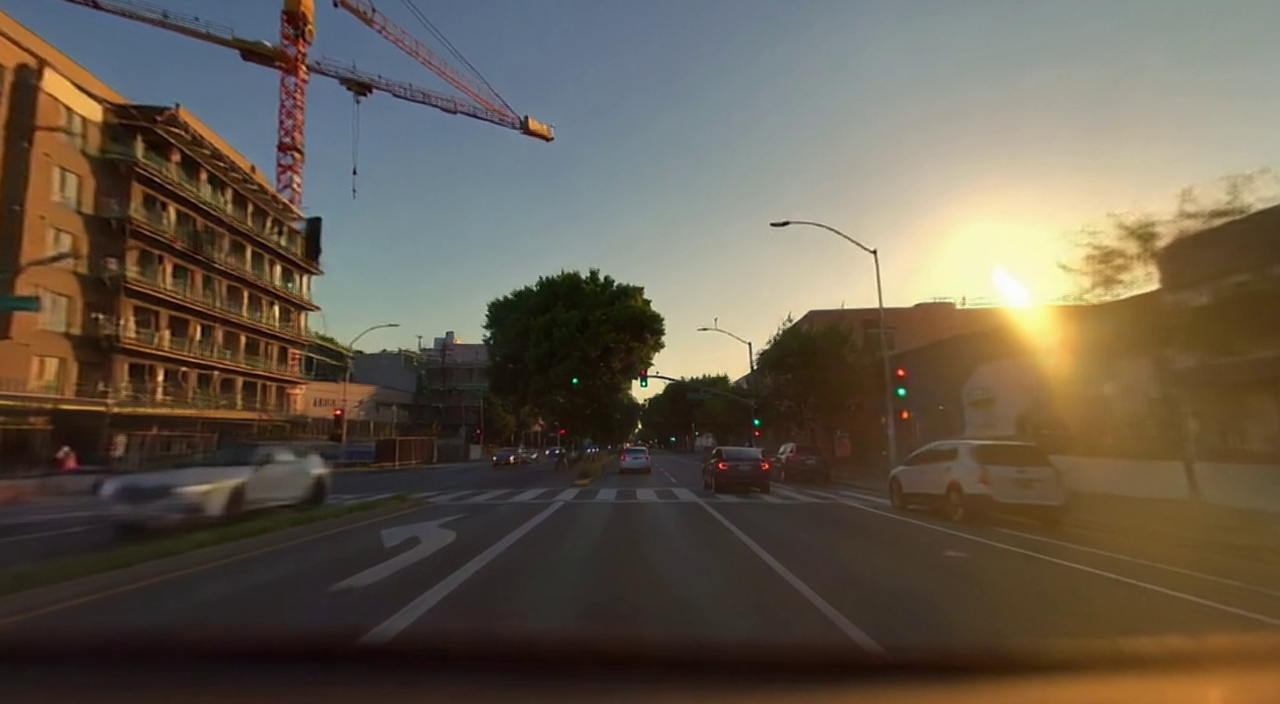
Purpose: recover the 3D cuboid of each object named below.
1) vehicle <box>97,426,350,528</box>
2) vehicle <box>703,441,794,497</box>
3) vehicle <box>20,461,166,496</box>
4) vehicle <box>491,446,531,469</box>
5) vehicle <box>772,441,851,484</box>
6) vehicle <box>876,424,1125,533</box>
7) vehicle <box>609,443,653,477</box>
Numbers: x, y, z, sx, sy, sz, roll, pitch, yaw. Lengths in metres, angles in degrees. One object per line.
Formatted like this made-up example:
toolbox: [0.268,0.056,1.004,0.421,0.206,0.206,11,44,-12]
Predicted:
vehicle: [-8.260,2.498,13.269,2.115,1.723,4.698,0,-9,-1]
vehicle: [3.086,3.417,18.821,1.910,1.474,4.003,0,-9,-1]
vehicle: [-24.330,5.613,28.253,4.575,1.414,1.895,0,-9,-5]
vehicle: [-8.874,7.274,43.859,1.902,1.503,4.240,0,-9,0]
vehicle: [7.292,4.735,27.392,2.031,1.708,4.567,0,-9,-1]
vehicle: [7.217,2.583,13.648,2.125,1.838,5.555,0,-9,0]
vehicle: [-0.423,5.139,30.289,2.006,1.487,3.535,0,-9,0]
